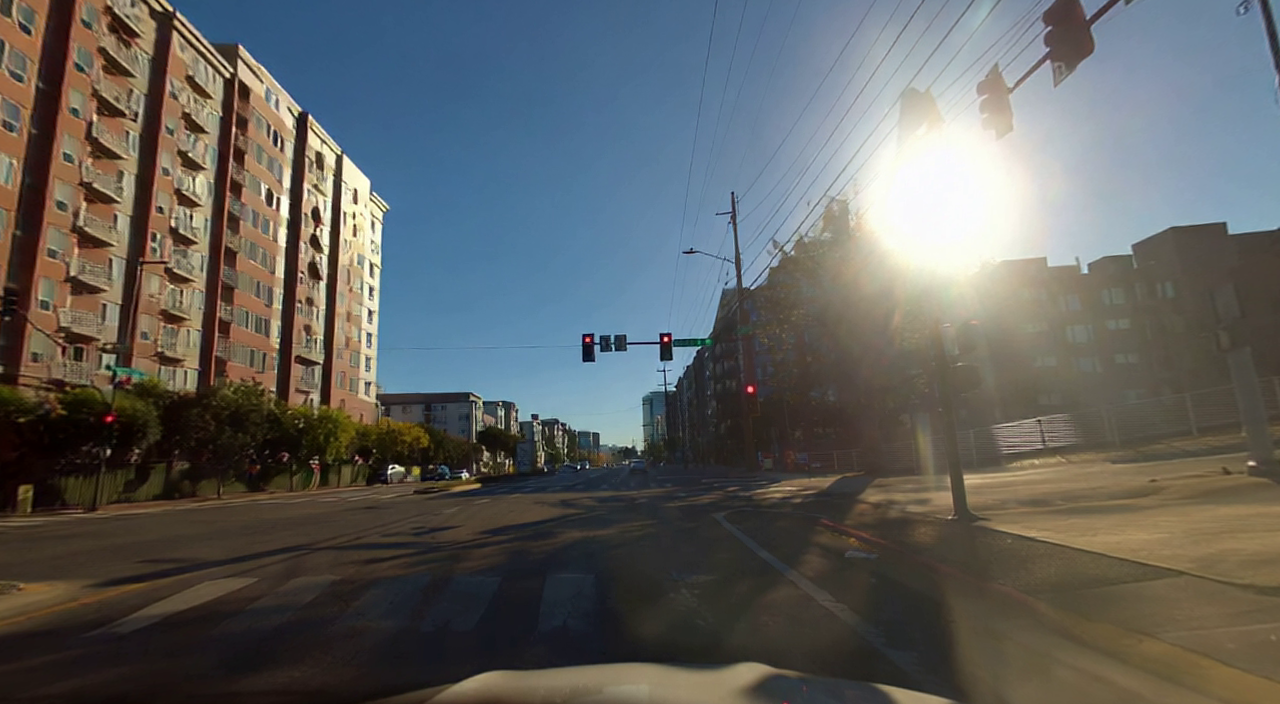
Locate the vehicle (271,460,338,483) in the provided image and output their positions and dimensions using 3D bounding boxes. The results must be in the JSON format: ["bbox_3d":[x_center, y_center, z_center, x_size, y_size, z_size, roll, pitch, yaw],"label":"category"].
[{"bbox_3d":[-24.637,8.744,46.292,3.882,1.600,1.768,0,-9,2],"label":"vehicle"}]
